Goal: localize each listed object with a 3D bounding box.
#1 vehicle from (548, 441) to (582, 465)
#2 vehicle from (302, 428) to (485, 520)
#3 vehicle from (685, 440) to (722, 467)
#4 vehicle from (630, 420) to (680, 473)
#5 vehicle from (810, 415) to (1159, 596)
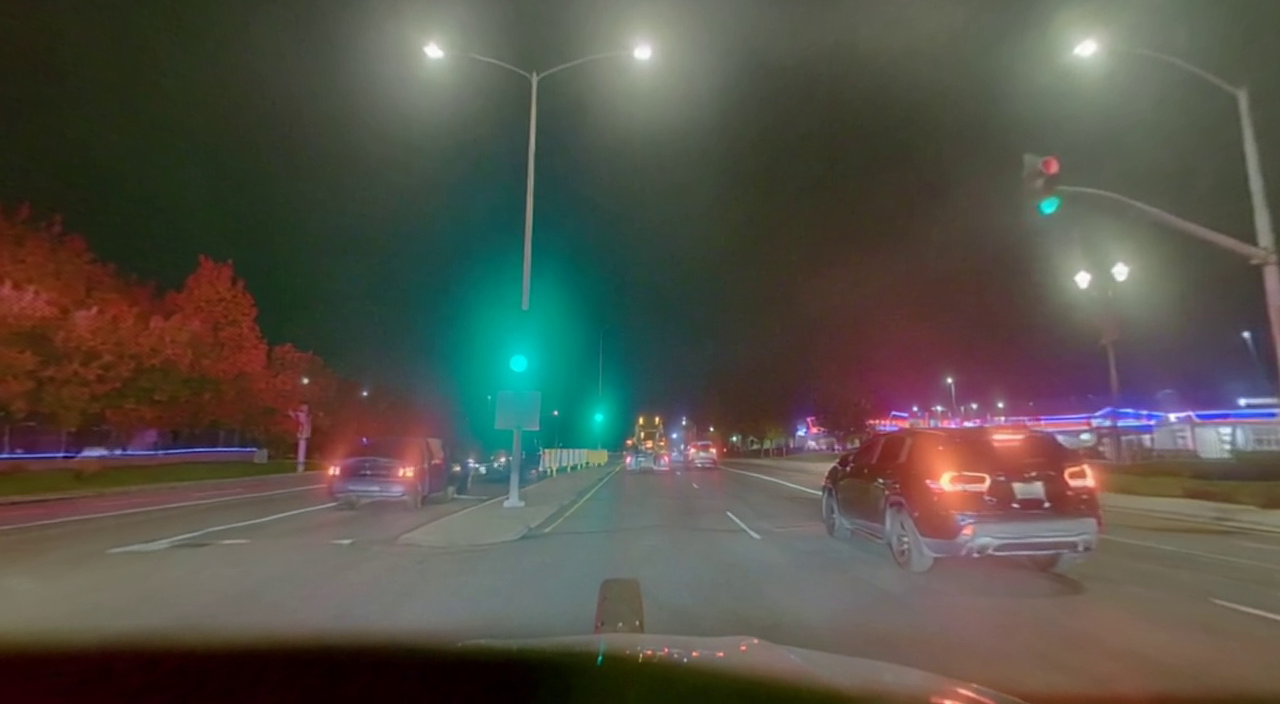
[{"bbox_3d":[-5.100,6.898,43.157,1.922,1.506,4.302,0,-8,-1],"label":"vehicle"},{"bbox_3d":[-4.635,2.352,12.687,2.001,1.518,4.316,0,-8,-1],"label":"vehicle"},{"bbox_3d":[4.239,6.840,42.592,2.025,1.754,4.311,0,-8,-1],"label":"vehicle"},{"bbox_3d":[0.787,5.283,35.520,2.566,2.705,6.350,0,-8,0],"label":"vehicle"},{"bbox_3d":[3.665,1.683,7.743,2.025,1.618,3.949,0,-8,0],"label":"vehicle"}]
